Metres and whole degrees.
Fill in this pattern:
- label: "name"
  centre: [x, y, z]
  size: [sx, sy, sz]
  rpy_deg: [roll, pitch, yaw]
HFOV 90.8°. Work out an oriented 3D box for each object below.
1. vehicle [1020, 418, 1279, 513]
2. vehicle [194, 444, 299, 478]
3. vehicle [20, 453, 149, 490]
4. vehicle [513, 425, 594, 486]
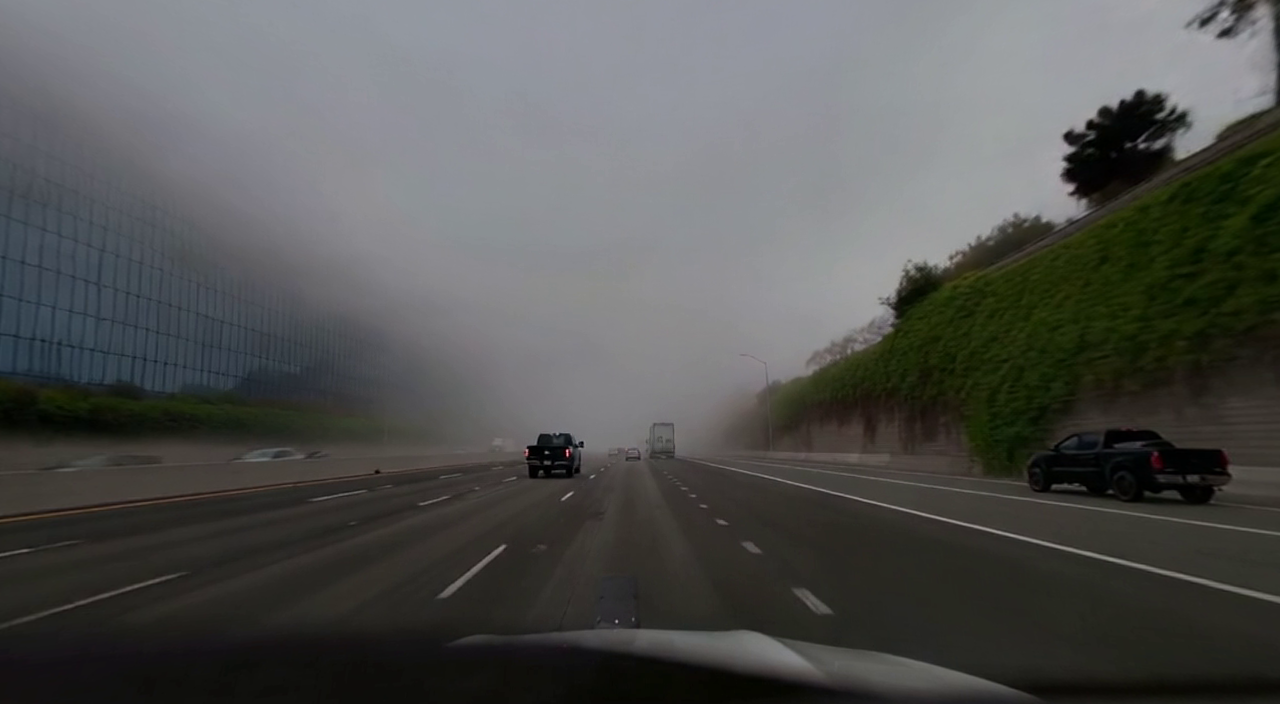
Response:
- label: "vehicle"
  centre: [11.479, 2.558, 14.587]
  size: [2.089, 1.787, 5.080]
  rpy_deg: [0, -9, -2]
- label: "vehicle"
  centre: [-20.620, 5.759, 33.454]
  size: [2.052, 1.622, 5.500]
  rpy_deg: [0, -9, 0]
- label: "vehicle"
  centre: [-23.696, 5.091, 27.195]
  size: [1.828, 1.428, 4.106]
  rpy_deg: [0, -9, 0]
- label: "vehicle"
  centre: [-3.113, 3.909, 24.080]
  size: [2.284, 2.022, 5.752]
  rpy_deg: [0, -9, 0]
